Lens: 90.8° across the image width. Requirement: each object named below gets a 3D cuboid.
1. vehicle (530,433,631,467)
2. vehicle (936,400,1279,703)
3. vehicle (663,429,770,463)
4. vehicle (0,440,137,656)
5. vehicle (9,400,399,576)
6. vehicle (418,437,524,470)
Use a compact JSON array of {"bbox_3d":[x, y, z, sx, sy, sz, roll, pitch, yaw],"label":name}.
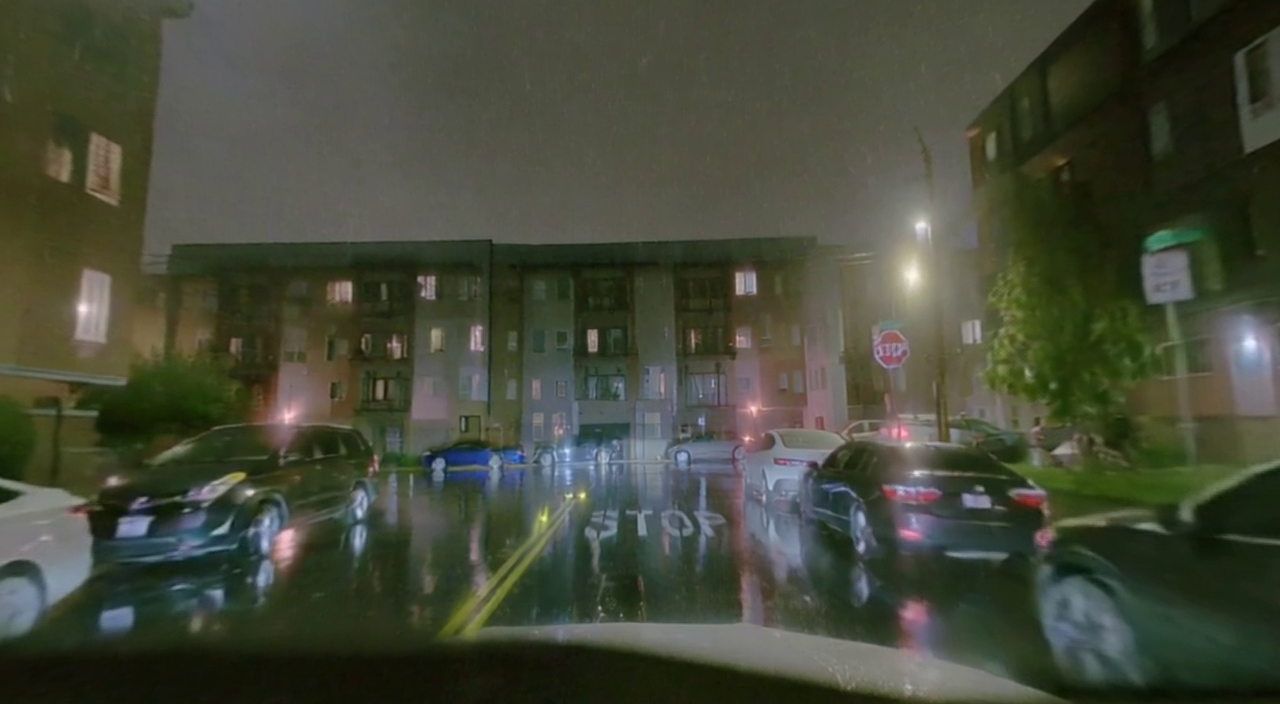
[{"bbox_3d":[-2.707,4.522,29.267,4.489,1.470,1.776,1,-8,-4],"label":"vehicle"},{"bbox_3d":[3.195,0.943,2.371,1.919,1.490,4.339,0,-8,-2],"label":"vehicle"},{"bbox_3d":[3.499,4.383,29.493,4.681,1.480,1.817,0,-8,-3],"label":"vehicle"},{"bbox_3d":[-5.550,1.227,3.342,2.129,1.505,4.510,0,-8,-1],"label":"vehicle"},{"bbox_3d":[-5.943,1.916,10.030,2.208,1.903,6.040,0,-8,-4],"label":"vehicle"},{"bbox_3d":[-7.637,4.629,28.922,4.423,1.449,1.813,1,-8,-5],"label":"vehicle"}]
